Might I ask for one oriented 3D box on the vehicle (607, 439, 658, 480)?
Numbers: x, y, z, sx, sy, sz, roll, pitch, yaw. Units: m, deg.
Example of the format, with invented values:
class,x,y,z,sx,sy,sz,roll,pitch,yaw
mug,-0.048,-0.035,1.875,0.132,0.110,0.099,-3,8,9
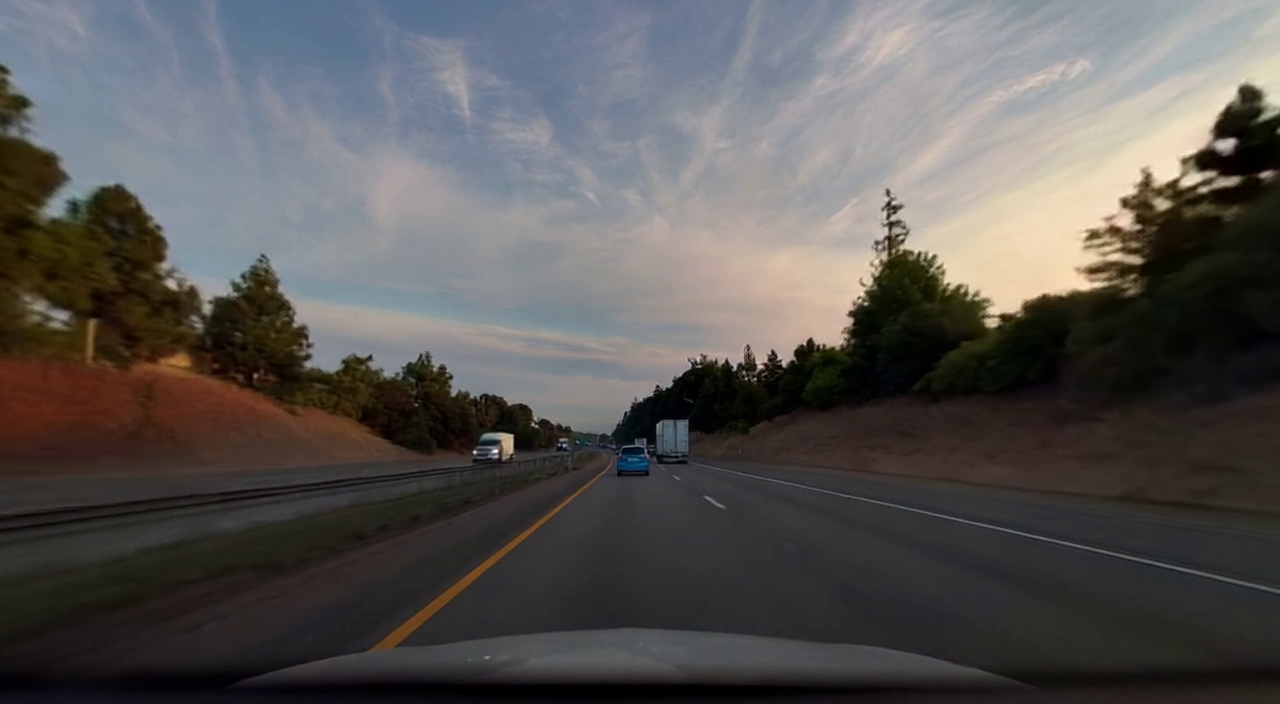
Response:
class,x,y,z,sx,sy,sz,roll,pitch,yaw
vehicle,-0.354,4.922,28.992,2.190,1.706,4.062,0,-9,-1
